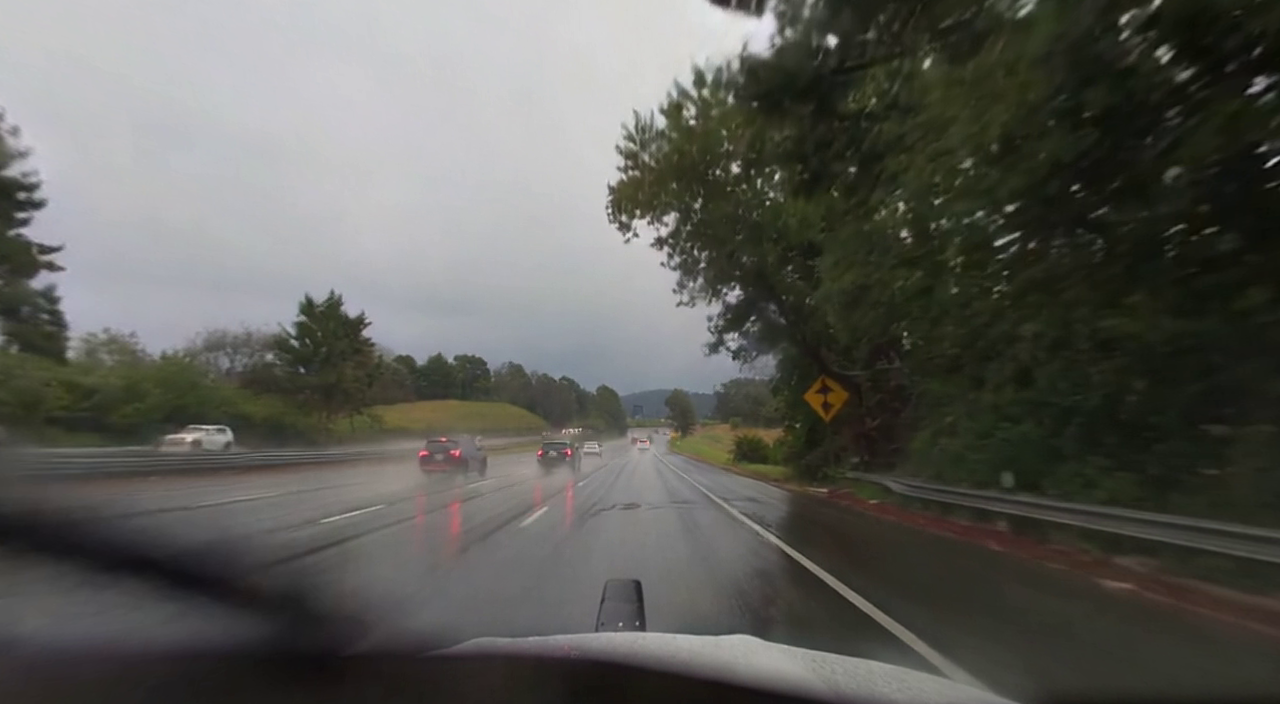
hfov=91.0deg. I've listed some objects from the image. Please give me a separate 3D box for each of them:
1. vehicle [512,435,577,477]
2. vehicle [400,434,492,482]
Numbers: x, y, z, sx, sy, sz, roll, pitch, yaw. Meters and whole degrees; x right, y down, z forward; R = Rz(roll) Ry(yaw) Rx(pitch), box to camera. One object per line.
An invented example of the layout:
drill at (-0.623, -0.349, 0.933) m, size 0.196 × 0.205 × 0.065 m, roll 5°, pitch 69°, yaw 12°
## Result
vehicle at (-4.063, 4.536, 27.549) m, size 2.035 × 1.673 × 4.469 m, roll 0°, pitch -9°, yaw 1°
vehicle at (-7.483, 4.129, 24.802) m, size 2.108 × 1.686 × 4.556 m, roll 0°, pitch -9°, yaw 1°
